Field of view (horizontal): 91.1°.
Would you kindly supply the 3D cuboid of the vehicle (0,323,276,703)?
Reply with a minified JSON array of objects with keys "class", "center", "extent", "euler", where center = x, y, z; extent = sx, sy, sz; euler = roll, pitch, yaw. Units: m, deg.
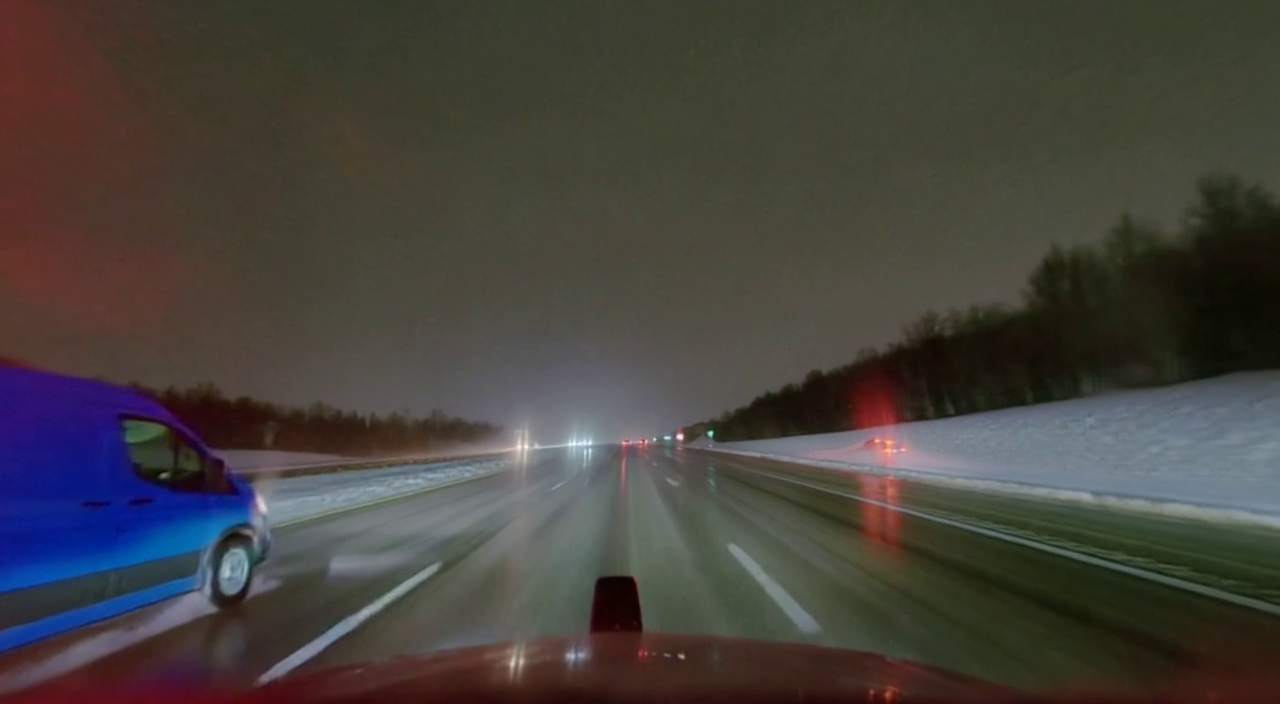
[{"class":"vehicle","center":[-4.191,0.786,2.993],"extent":[2.104,1.860,4.853],"euler":[0,-8,-2]}]
